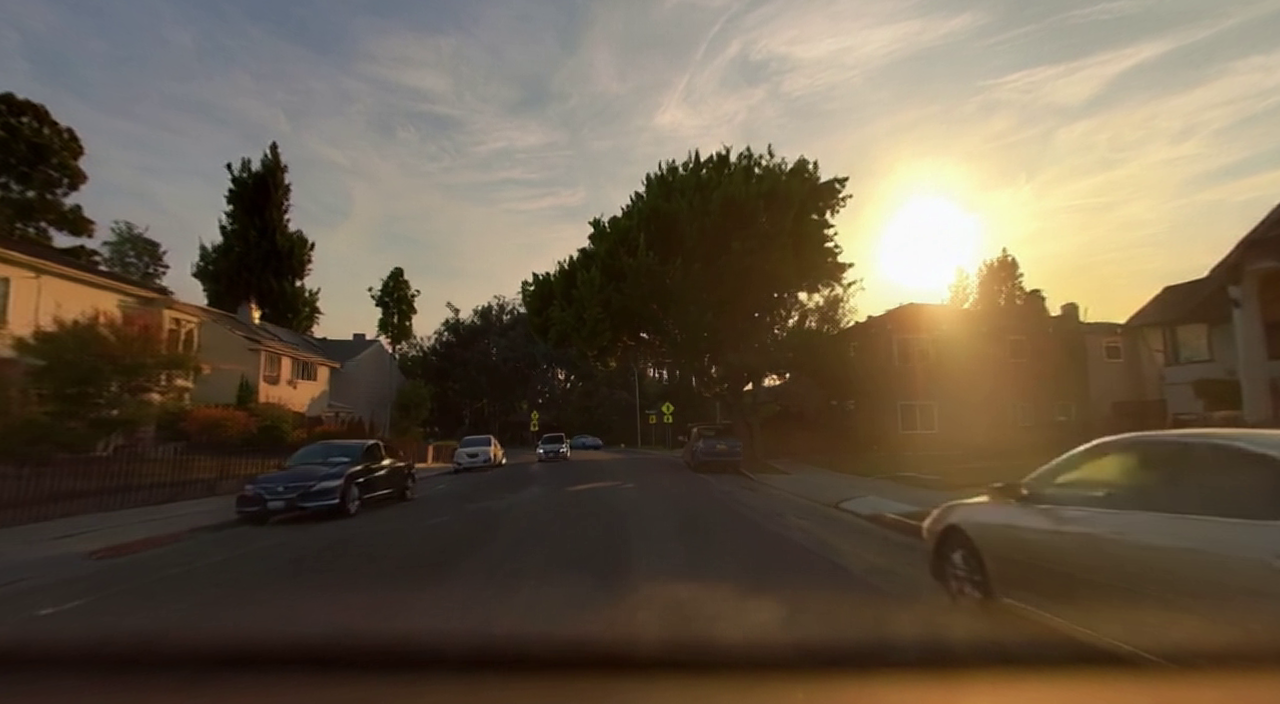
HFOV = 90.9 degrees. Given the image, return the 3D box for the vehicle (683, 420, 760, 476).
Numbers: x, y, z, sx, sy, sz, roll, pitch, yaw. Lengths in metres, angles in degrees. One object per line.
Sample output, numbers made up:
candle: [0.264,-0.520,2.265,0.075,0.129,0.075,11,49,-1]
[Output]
vehicle: [2.637,3.221,21.486,1.997,1.663,4.544,0,-8,0]

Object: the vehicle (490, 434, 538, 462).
vehicle: [-6.823,5.244,34.571,1.919,1.464,4.155,0,-8,-2]

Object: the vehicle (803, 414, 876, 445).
vehicle: [12.578,4.906,39.687,4.184,1.817,2.026,-4,-8,21]

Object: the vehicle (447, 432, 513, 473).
vehicle: [-6.456,4.062,25.828,1.842,1.540,3.704,0,-8,-2]

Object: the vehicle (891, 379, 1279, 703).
vehicle: [3.249,0.979,3.089,1.875,1.568,4.899,0,-7,-2]

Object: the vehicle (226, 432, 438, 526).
vehicle: [-5.916,2.432,13.105,1.972,1.502,5.530,0,-7,-4]
